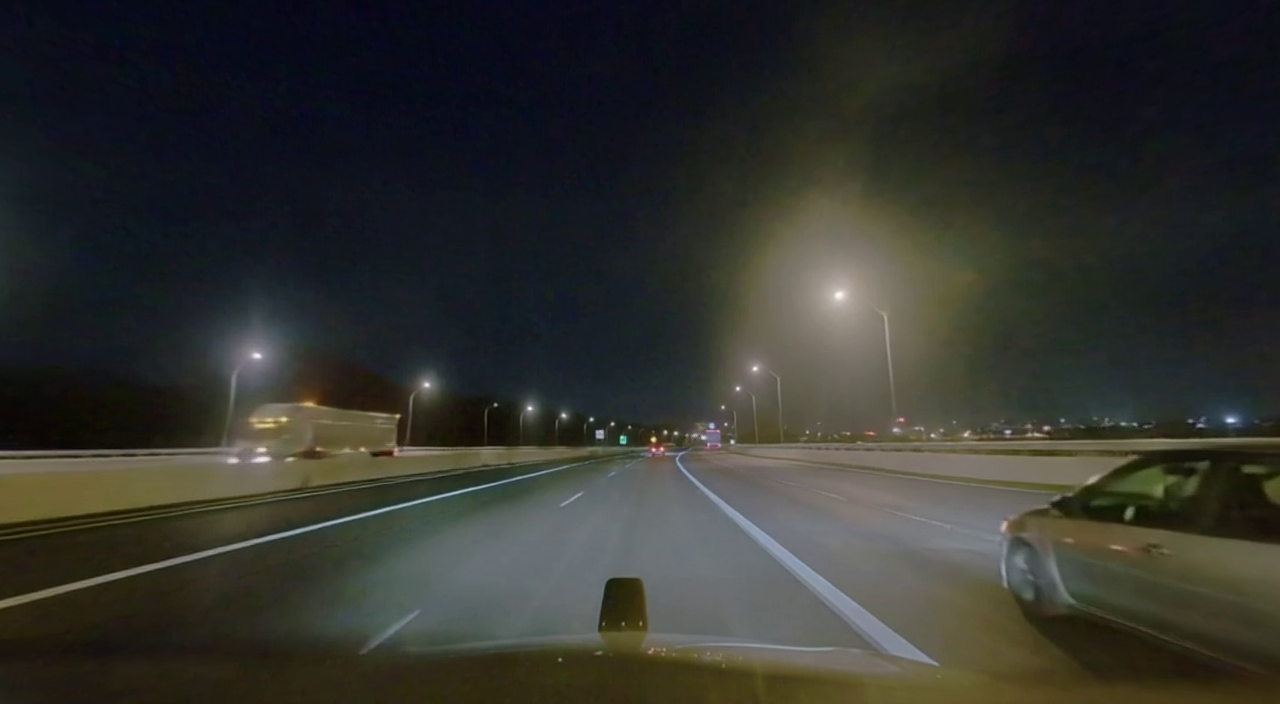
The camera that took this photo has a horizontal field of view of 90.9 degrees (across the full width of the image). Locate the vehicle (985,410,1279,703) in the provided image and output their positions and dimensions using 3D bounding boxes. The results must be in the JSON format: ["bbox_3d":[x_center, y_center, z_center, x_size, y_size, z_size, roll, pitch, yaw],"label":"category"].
[{"bbox_3d":[3.777,0.996,2.680,1.999,1.492,4.673,0,-8,1],"label":"vehicle"}]

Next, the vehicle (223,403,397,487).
[{"bbox_3d":[-13.756,4.082,27.413,2.843,2.970,8.404,-3,-9,2],"label":"vehicle"}]
